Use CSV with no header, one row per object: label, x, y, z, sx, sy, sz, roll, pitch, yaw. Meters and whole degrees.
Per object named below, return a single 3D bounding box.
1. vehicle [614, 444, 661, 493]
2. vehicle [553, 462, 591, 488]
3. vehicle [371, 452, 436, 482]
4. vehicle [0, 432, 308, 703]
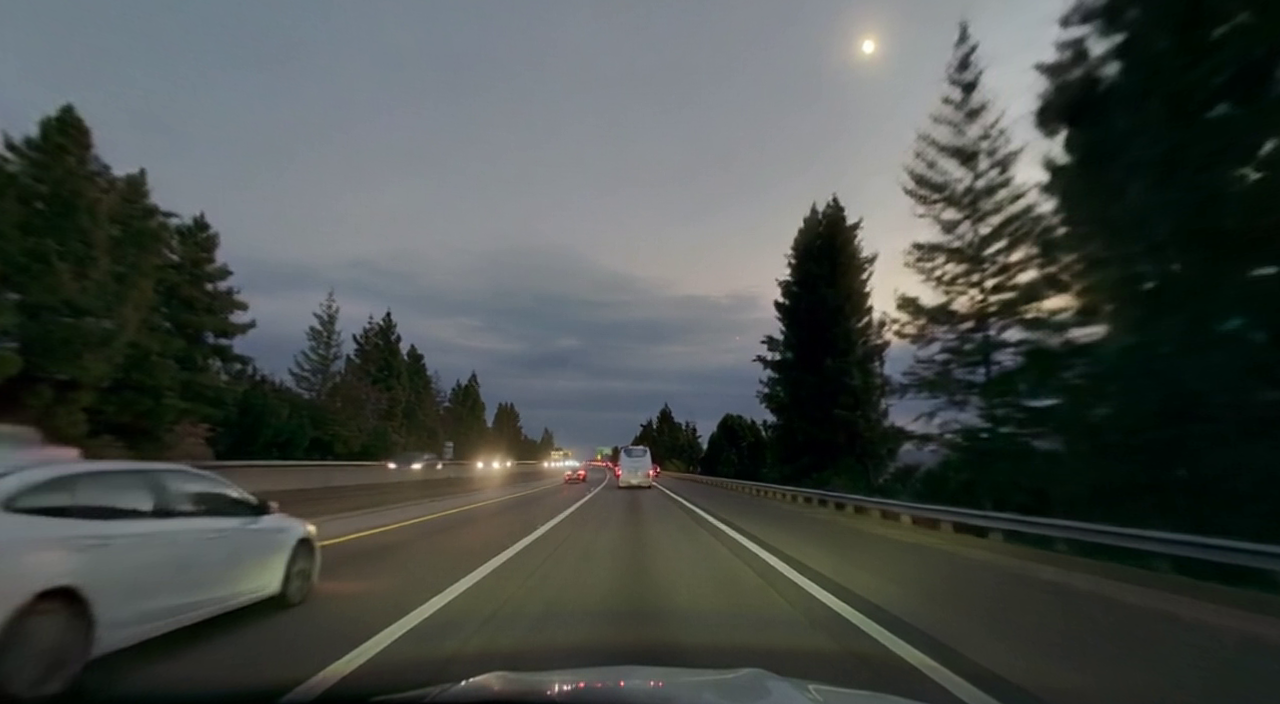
vehicle,-0.184,6.718,36.374,2.482,2.549,5.447,1,-10,-1
vehicle,-4.511,8.206,42.258,2.100,1.605,3.883,1,-10,0
vehicle,-13.307,6.542,35.820,1.895,1.532,4.810,1,-10,-1
vehicle,-4.245,1.247,3.698,2.128,1.491,4.508,1,-10,0
